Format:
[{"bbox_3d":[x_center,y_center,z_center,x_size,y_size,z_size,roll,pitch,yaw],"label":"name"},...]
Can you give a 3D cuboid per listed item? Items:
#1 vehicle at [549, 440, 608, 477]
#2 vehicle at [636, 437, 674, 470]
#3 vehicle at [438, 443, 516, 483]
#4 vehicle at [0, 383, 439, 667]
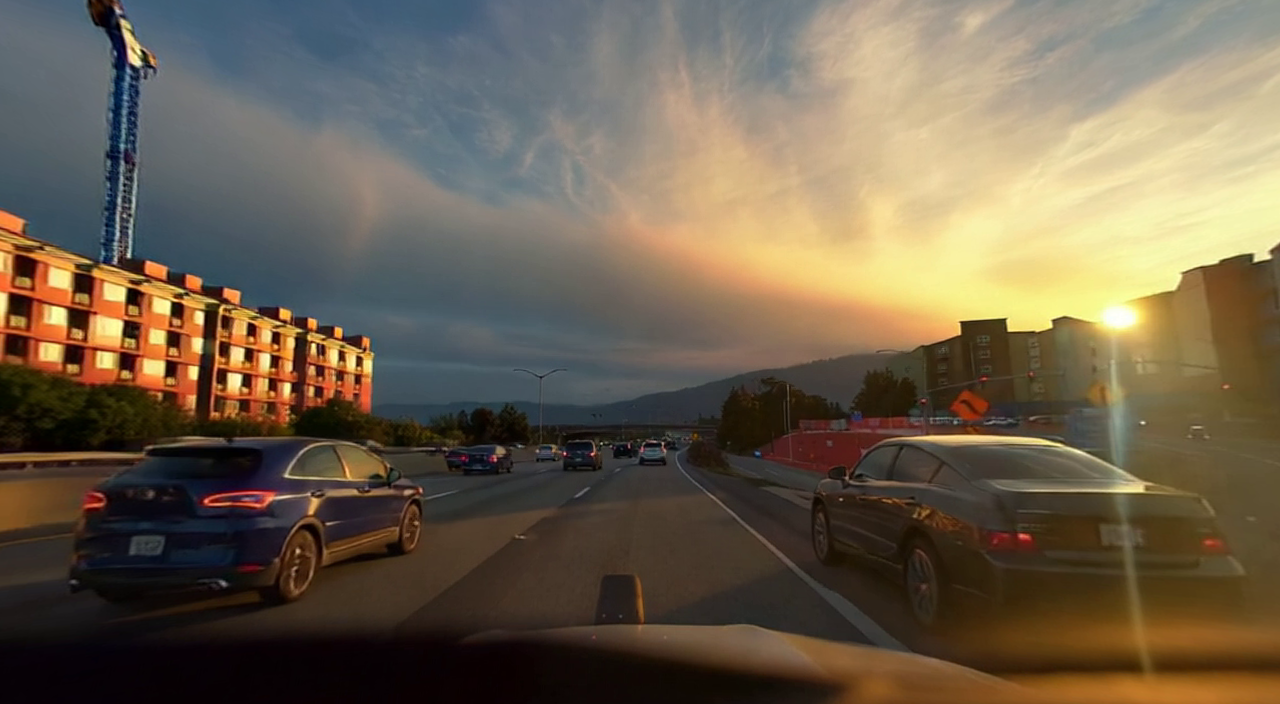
[{"bbox_3d":[-2.857,5.087,30.359,2.109,1.657,4.554,0,-9,3],"label":"vehicle"},{"bbox_3d":[0.866,5.986,37.313,2.116,1.763,4.352,0,-9,1],"label":"vehicle"},{"bbox_3d":[-6.754,4.628,26.577,1.959,1.486,4.460,0,-9,2],"label":"vehicle"},{"bbox_3d":[-3.747,1.371,6.106,2.045,1.710,4.382,0,-8,1],"label":"vehicle"}]
